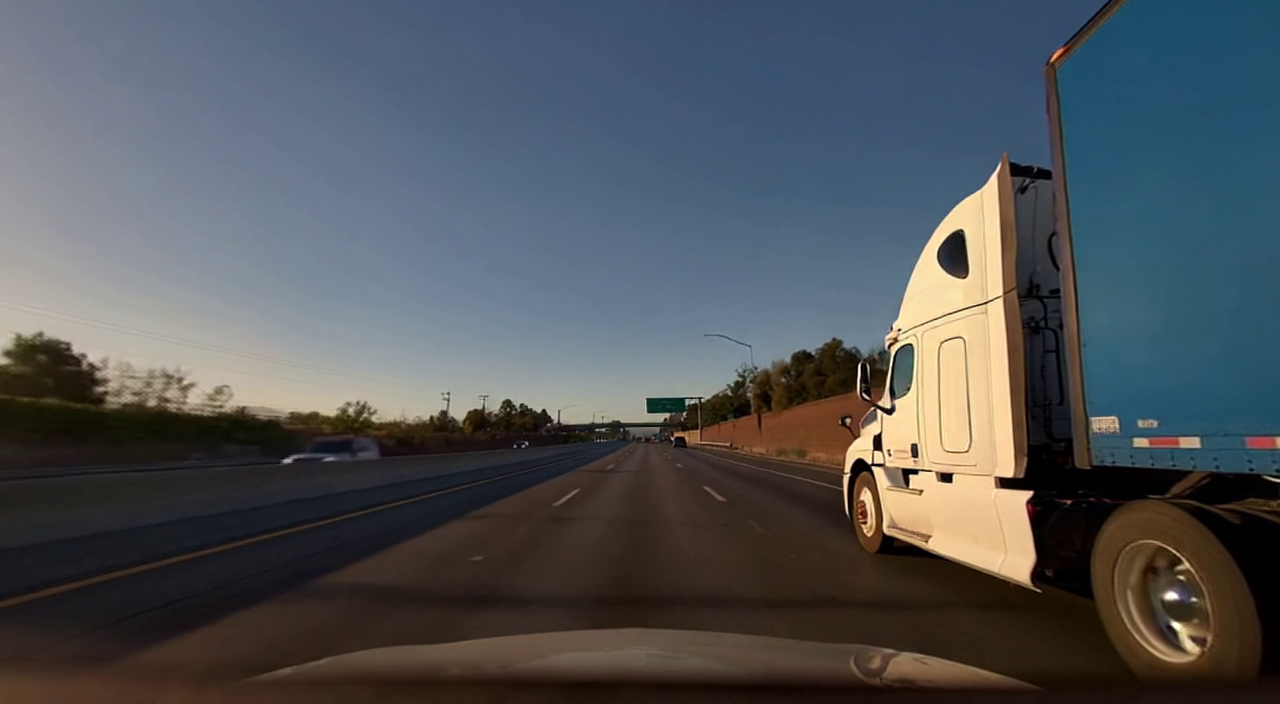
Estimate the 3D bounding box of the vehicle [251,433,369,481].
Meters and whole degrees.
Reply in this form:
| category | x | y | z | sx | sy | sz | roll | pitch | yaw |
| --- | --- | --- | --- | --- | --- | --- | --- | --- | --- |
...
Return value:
| category | x | y | z | sx | sy | sz | roll | pitch | yaw |
| --- | --- | --- | --- | --- | --- | --- | --- | --- | --- |
| vehicle | -13.528 | 4.334 | 26.309 | 2.123 | 1.777 | 5.035 | 0 | -8 | 1 |

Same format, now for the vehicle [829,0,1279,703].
| category | x | y | z | sx | sy | sz | roll | pitch | yaw |
| --- | --- | --- | --- | --- | --- | --- | --- | --- | --- |
| vehicle | 3.658 | -0.216 | 2.599 | 3.012 | 3.768 | 8.945 | 0 | -8 | 1 |
